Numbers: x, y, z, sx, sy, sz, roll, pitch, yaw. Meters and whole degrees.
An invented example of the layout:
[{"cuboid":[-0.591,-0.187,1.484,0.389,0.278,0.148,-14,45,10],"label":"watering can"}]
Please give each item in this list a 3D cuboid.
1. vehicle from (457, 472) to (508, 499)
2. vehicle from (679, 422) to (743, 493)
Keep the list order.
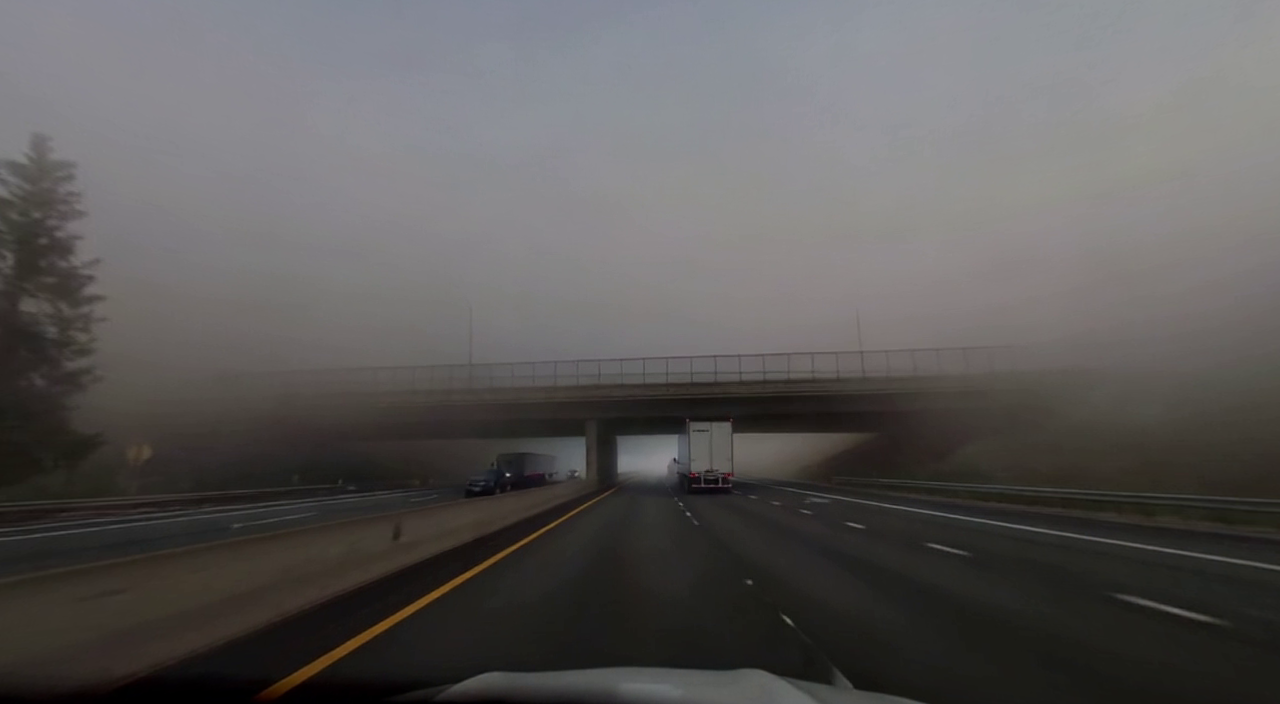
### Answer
[{"cuboid":[-9.234,7.852,37.234,1.863,1.465,4.034,0,-11,1],"label":"vehicle"},{"cuboid":[4.430,7.139,42.212,3.054,4.005,11.895,0,-11,0],"label":"vehicle"}]
